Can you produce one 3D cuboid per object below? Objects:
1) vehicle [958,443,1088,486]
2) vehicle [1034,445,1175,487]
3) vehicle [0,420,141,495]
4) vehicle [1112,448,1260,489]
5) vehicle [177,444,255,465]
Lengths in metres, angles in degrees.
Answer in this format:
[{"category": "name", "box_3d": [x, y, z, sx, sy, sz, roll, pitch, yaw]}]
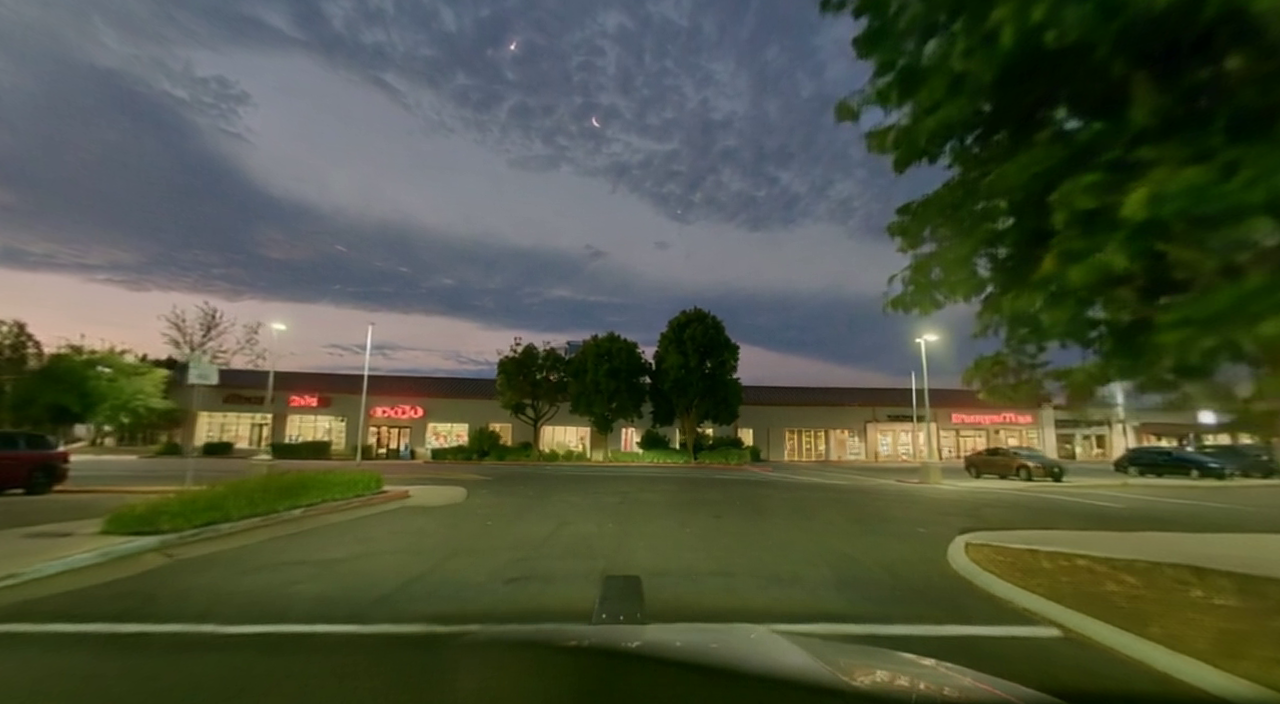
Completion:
[{"category": "vehicle", "box_3d": [15.087, 4.440, 25.324, 2.140, 1.507, 4.856, 0, -9, -1]}, {"category": "vehicle", "box_3d": [18.340, 4.499, 25.309, 1.804, 1.502, 4.815, 0, -8, -3]}, {"category": "vehicle", "box_3d": [-15.769, 2.667, 16.088, 4.457, 1.794, 1.974, 5, -10, -32]}, {"category": "vehicle", "box_3d": [21.322, 4.532, 24.955, 1.861, 1.460, 4.329, 0, -8, -2]}, {"category": "vehicle", "box_3d": [-30.299, 7.307, 45.286, 4.431, 1.449, 1.808, 5, -10, -32]}]
